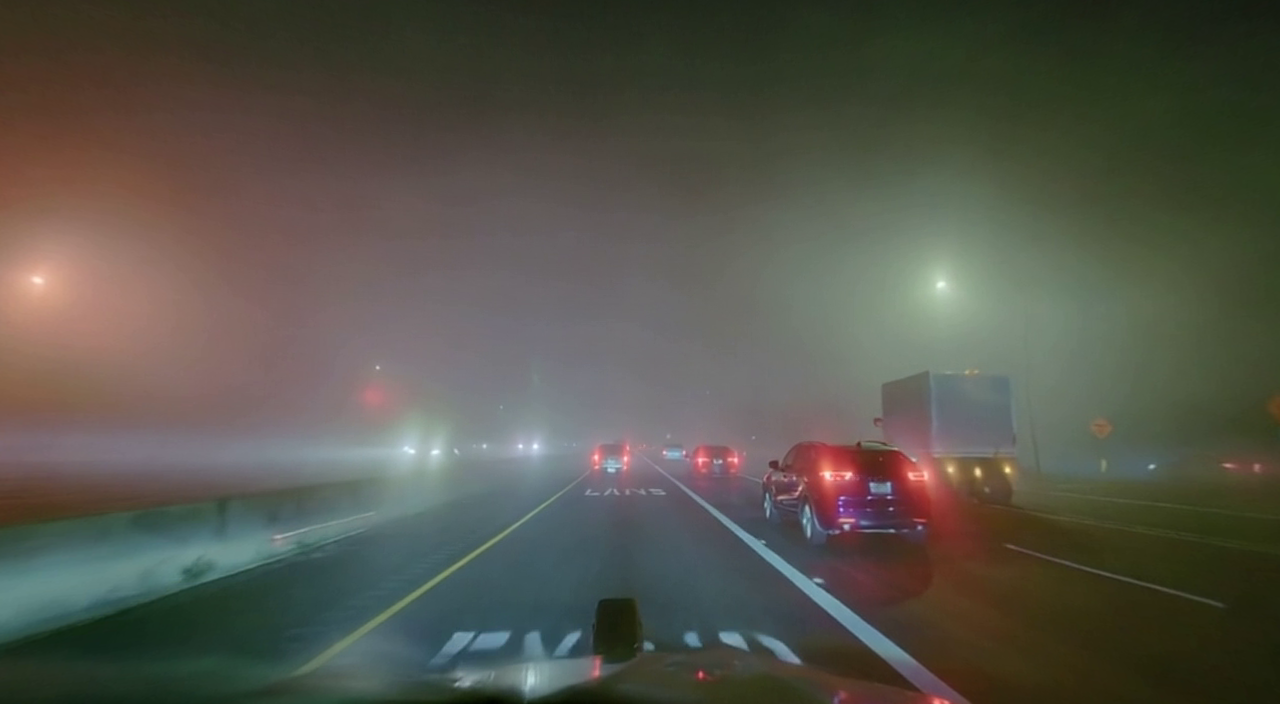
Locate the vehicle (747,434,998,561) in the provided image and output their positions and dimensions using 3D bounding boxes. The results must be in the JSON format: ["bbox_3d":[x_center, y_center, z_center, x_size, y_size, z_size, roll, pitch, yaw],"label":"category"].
[{"bbox_3d":[3.096,2.024,9.574,1.996,1.455,4.281,0,-9,-3],"label":"vehicle"}]

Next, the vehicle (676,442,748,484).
[{"bbox_3d":[2.637,4.191,24.202,2.042,1.460,4.451,0,-8,-3],"label":"vehicle"}]

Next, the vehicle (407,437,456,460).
[{"bbox_3d":[-13.954,6.516,42.580,1.828,1.471,4.406,0,-9,0],"label":"vehicle"}]

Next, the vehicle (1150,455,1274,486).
[{"bbox_3d":[35.229,7.275,39.183,2.227,1.730,5.442,1,-9,-6],"label":"vehicle"}]

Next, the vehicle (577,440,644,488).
[{"bbox_3d":[-0.964,3.765,21.575,2.069,1.470,4.004,0,-8,-1],"label":"vehicle"}]

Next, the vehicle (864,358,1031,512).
[{"bbox_3d":[7.593,2.102,16.072,2.575,3.519,2.984,0,-9,1],"label":"vehicle"}]
